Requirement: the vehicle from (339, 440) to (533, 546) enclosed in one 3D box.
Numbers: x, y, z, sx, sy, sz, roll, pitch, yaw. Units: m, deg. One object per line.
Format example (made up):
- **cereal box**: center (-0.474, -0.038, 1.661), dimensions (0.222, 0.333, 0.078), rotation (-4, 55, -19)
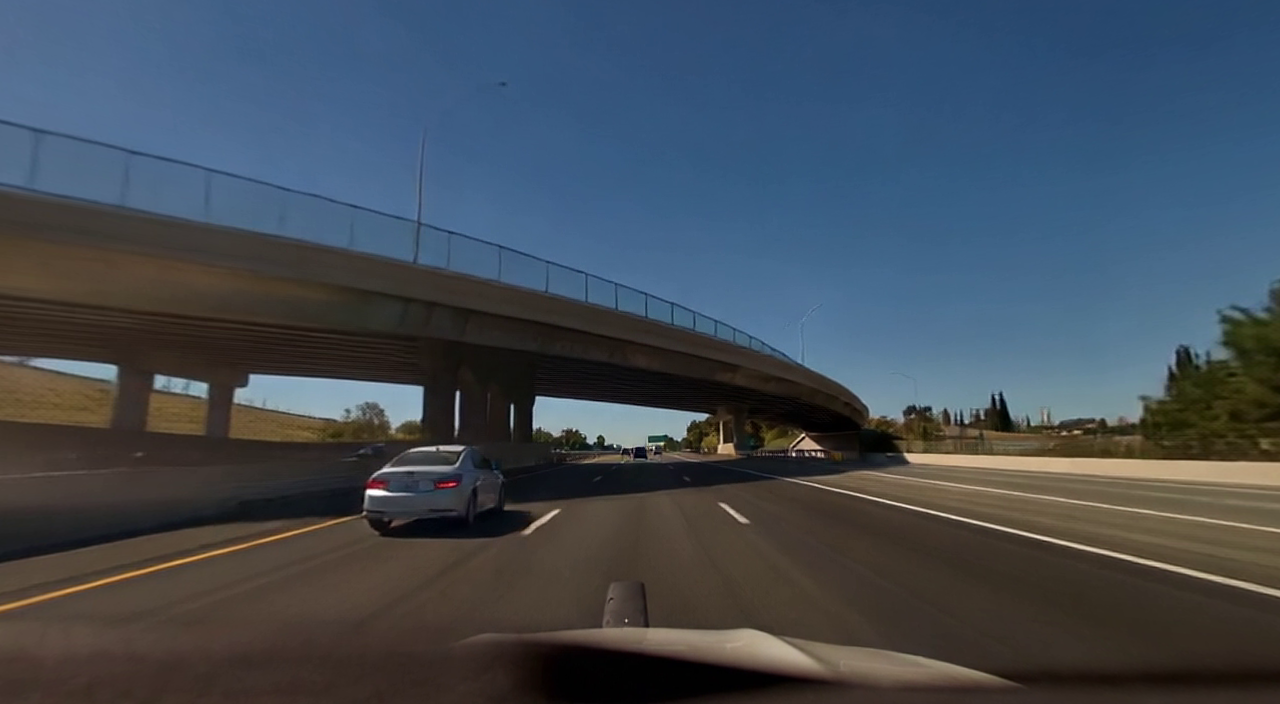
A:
- **vehicle**: center (-3.275, 2.317, 11.052), dimensions (1.968, 1.504, 3.892), rotation (0, -8, 2)
